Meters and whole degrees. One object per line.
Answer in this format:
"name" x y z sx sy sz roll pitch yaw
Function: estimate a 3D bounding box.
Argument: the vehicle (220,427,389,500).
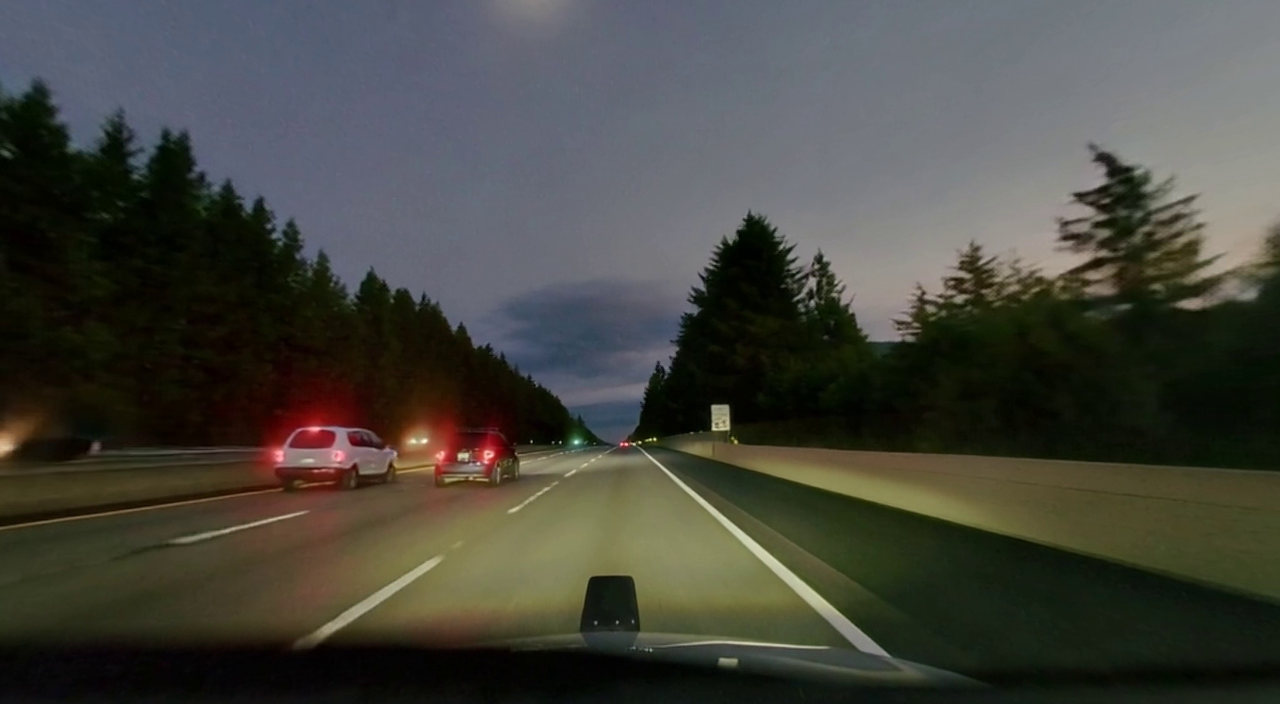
"vehicle" -8.031 2.668 15.594 2.000 1.552 3.946 0 -8 -1

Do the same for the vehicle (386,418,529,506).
"vehicle" -3.869 2.390 14.184 2.034 1.675 4.080 0 -8 -1
